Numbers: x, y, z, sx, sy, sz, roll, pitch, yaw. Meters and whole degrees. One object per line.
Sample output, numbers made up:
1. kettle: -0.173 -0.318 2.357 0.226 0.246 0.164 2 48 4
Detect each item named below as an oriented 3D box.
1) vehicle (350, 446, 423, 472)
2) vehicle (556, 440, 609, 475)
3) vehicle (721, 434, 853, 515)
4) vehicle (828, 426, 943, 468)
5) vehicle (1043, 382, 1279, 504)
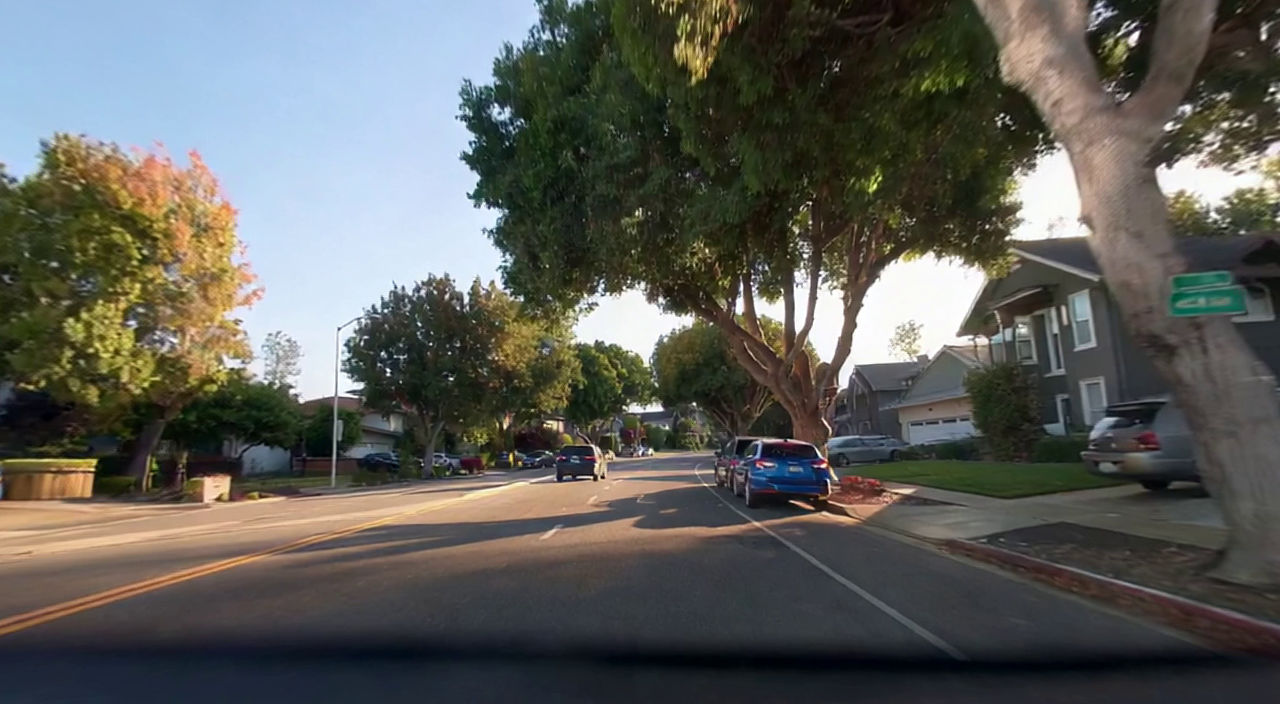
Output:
1. vehicle: -18.873 7.983 47.125 4.628 1.808 1.899 0 -12 8
2. vehicle: -3.007 5.637 33.944 2.135 1.731 4.232 -1 -8 5
3. vehicle: 3.480 2.996 16.143 2.147 1.725 4.927 0 -8 -1
4. vehicle: 12.533 4.895 32.561 5.036 1.782 2.098 -5 -9 9
5. vehicle: 11.926 1.715 12.465 6.150 2.059 2.284 -3 -8 4
